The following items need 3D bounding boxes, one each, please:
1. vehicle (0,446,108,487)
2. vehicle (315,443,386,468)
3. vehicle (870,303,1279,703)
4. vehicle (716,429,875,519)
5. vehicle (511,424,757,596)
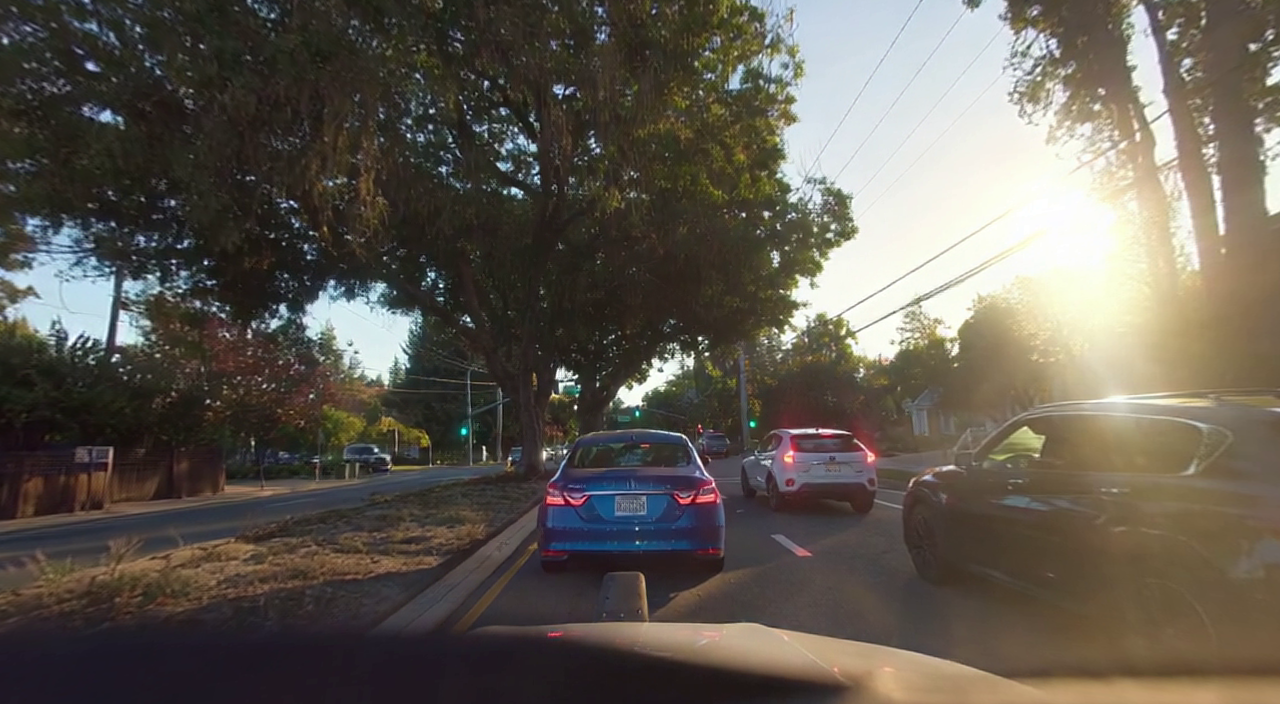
[{"bbox_3d":[-22.531,4.220,23.436,4.092,1.438,1.639,0,-8,1],"label":"vehicle"},{"bbox_3d":[-19.909,7.149,43.585,3.957,1.630,1.881,0,-8,0],"label":"vehicle"},{"bbox_3d":[3.364,0.973,4.140,2.006,1.766,4.345,0,-8,-1],"label":"vehicle"},{"bbox_3d":[2.951,2.432,13.146,1.971,1.517,4.521,0,-8,-2],"label":"vehicle"},{"bbox_3d":[-0.098,1.713,7.760,2.186,1.500,4.141,0,-8,-1],"label":"vehicle"}]
